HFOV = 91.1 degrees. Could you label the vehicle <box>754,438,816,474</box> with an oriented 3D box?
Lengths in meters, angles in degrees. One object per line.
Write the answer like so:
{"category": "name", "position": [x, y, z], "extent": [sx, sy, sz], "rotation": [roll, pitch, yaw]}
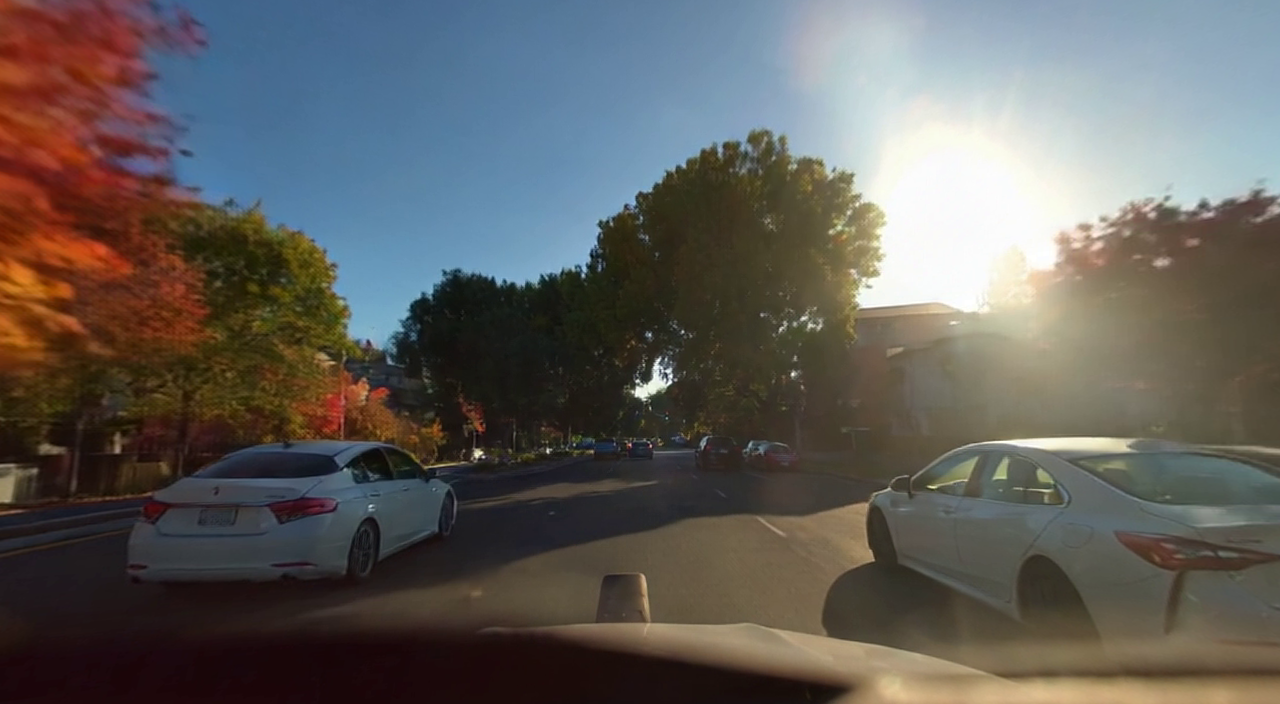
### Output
{"category": "vehicle", "position": [7.078, 5.108, 31.102], "extent": [1.933, 1.647, 4.487], "rotation": [0, -8, -1]}

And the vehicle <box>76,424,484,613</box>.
{"category": "vehicle", "position": [-3.442, 1.659, 7.325], "extent": [1.997, 1.479, 4.547], "rotation": [0, -8, 1]}

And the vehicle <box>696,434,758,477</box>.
{"category": "vehicle", "position": [3.622, 4.402, 26.933], "extent": [2.019, 1.675, 4.488], "rotation": [0, -8, 0]}

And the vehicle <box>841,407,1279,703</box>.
{"category": "vehicle", "position": [3.304, 1.293, 4.820], "extent": [2.060, 1.474, 4.475], "rotation": [0, -8, 0]}

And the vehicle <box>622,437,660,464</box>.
{"category": "vehicle", "position": [0.086, 6.289, 40.199], "extent": [2.293, 1.662, 4.262], "rotation": [0, -8, 1]}
